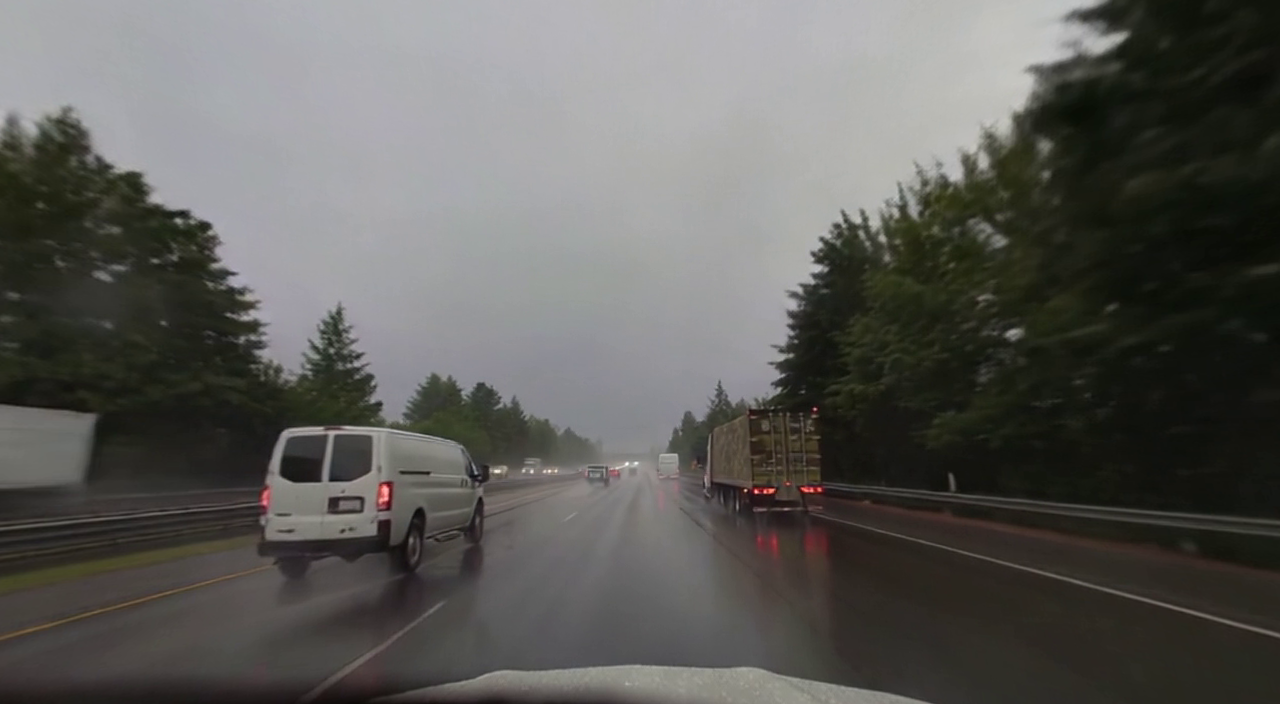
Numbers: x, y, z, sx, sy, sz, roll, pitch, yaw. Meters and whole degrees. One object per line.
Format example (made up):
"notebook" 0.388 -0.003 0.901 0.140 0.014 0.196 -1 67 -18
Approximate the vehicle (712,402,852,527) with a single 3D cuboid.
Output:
"vehicle" 3.766 3.221 18.078 2.703 2.988 5.097 1 -10 -1

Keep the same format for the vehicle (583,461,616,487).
"vehicle" -3.077 9.463 48.982 2.204 1.852 4.661 1 -11 1

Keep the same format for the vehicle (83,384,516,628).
"vehicle" -3.242 1.699 7.695 2.378 1.930 5.086 1 -11 0
